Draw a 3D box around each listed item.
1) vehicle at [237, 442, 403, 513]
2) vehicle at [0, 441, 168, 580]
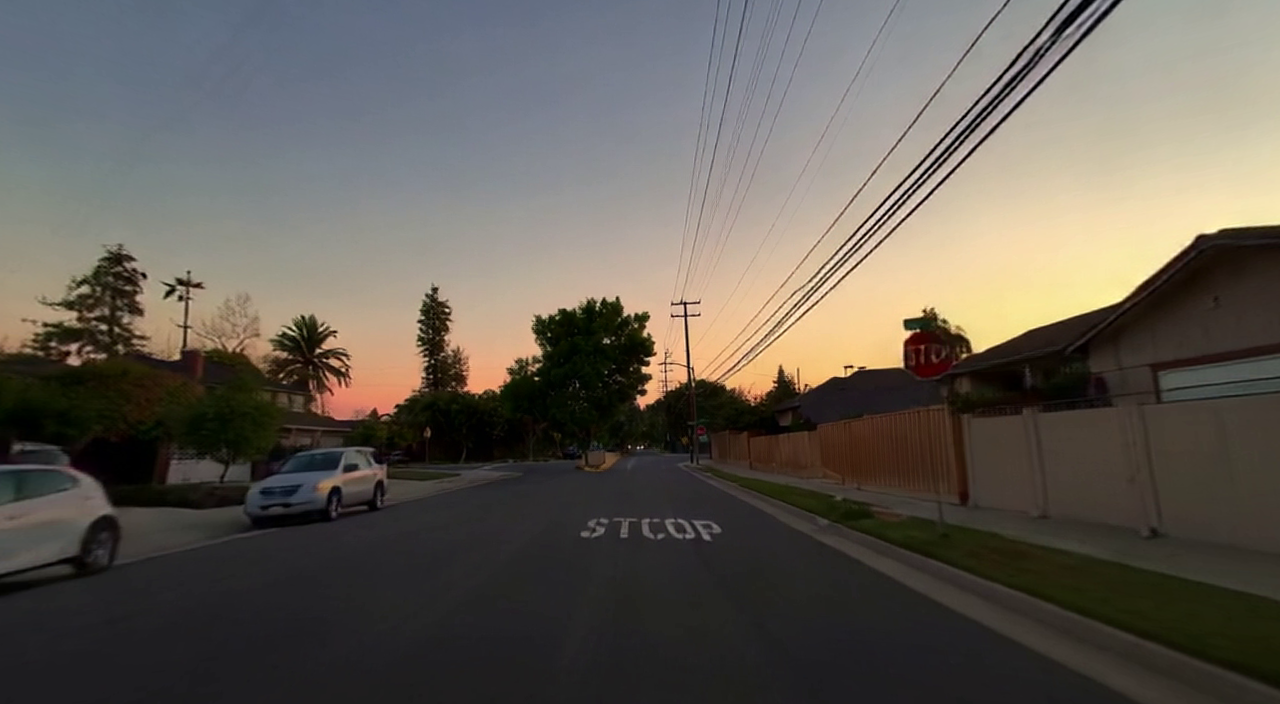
[{"bbox_3d":[-8.464,3.318,17.220,2.047,1.679,3.948,-1,-9,8],"label":"vehicle"},{"bbox_3d":[-8.509,1.933,7.866,1.950,1.627,4.027,-1,-9,4],"label":"vehicle"}]
